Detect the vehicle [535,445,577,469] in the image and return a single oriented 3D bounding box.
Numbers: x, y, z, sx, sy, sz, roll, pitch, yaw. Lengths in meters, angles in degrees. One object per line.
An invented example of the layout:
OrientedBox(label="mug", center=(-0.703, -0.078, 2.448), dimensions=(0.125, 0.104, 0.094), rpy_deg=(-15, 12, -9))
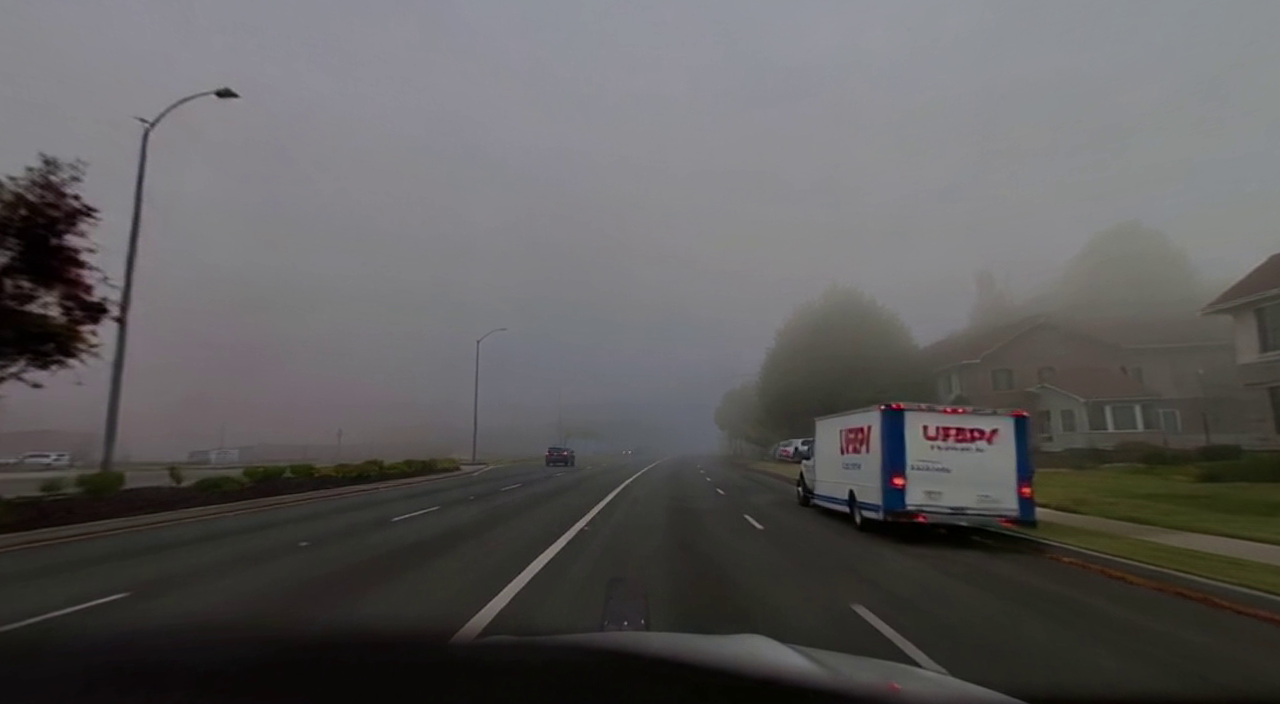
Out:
OrientedBox(label="vehicle", center=(-5.582, 7.008, 42.276), dimensions=(2.060, 1.473, 4.645), rpy_deg=(0, -9, 1))

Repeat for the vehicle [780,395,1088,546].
OrientedBox(label="vehicle", center=(4.694, 2.090, 11.869), dimensions=(2.695, 2.013, 6.661), rpy_deg=(0, -9, 1))
